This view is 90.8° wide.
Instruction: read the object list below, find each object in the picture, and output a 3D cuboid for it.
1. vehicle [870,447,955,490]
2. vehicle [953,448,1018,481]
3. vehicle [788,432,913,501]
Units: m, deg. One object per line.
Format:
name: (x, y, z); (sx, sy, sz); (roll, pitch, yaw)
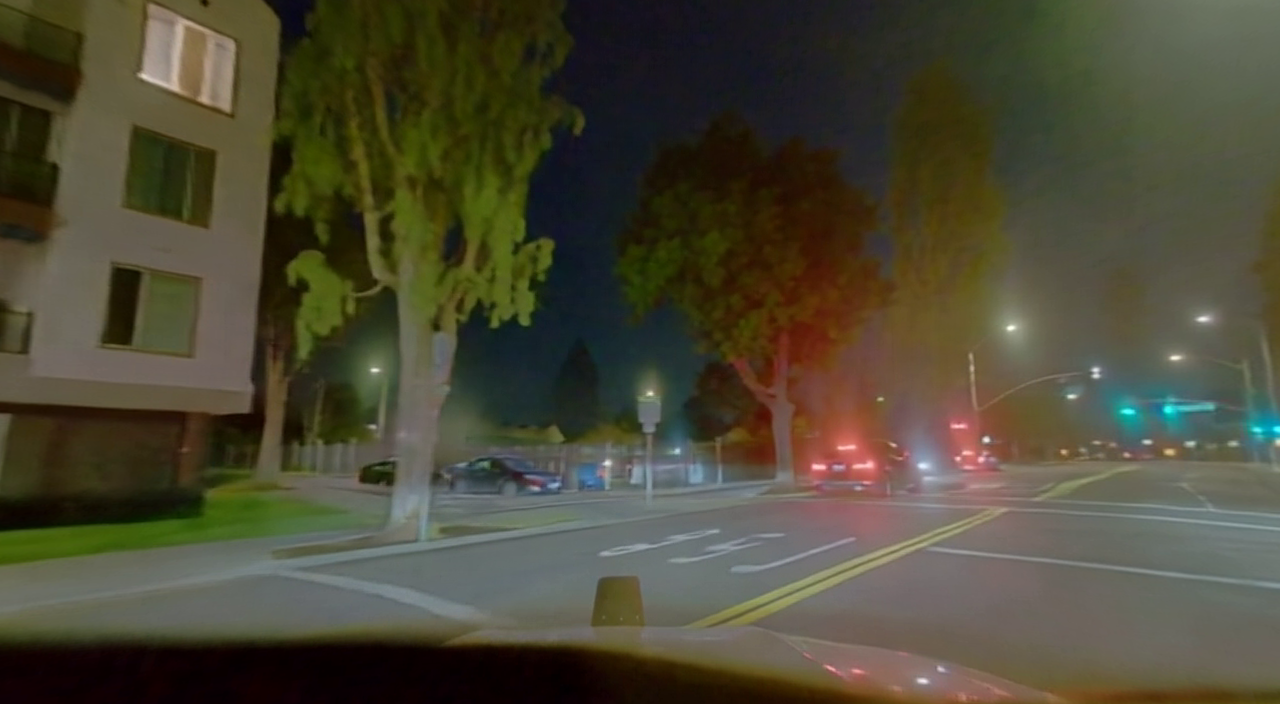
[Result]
vehicle: (10.382, 4.326, 23.871); (1.789, 1.462, 4.313); (-7, -11, 38)
vehicle: (17.601, 5.656, 32.089); (1.934, 1.484, 4.630); (-7, -11, 39)
vehicle: (6.525, 3.409, 19.262); (1.993, 1.817, 4.619); (-7, -11, 39)
